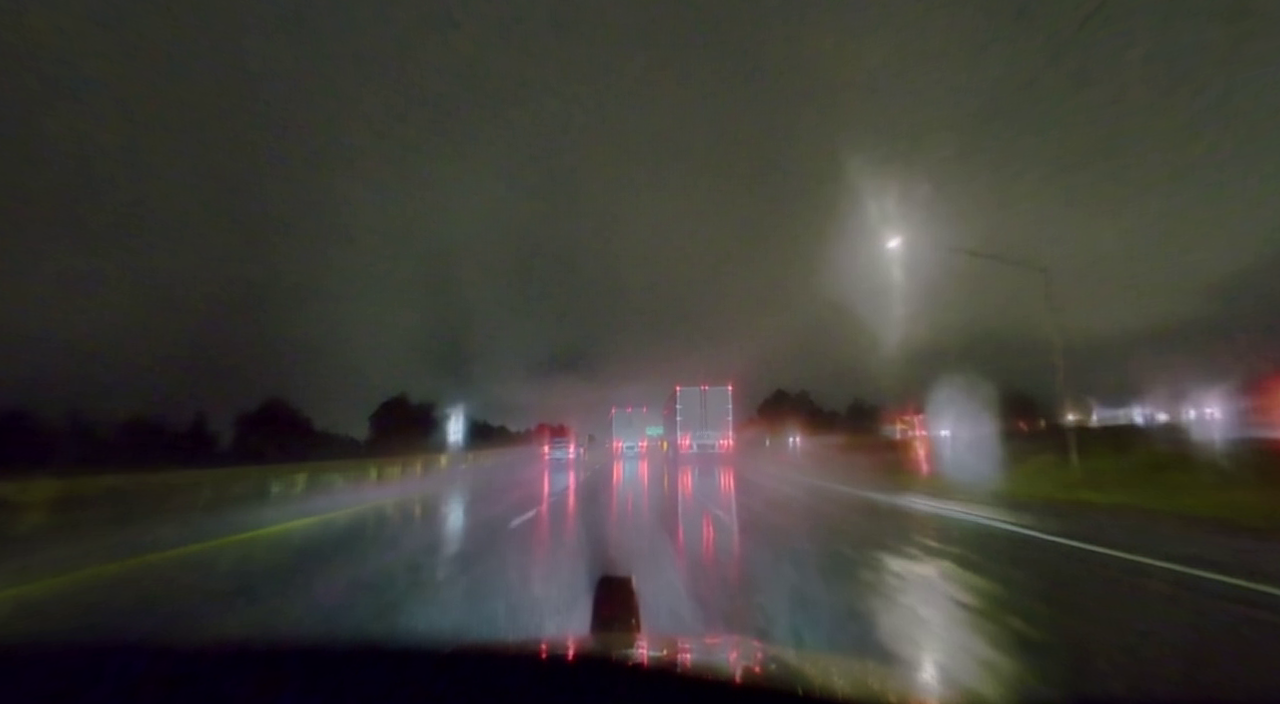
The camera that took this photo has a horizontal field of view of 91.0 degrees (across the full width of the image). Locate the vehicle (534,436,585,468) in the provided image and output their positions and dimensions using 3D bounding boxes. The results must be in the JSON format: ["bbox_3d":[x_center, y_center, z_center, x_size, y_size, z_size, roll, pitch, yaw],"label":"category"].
[{"bbox_3d":[-4.093,5.180,32.788,2.111,1.536,4.270,0,-8,0],"label":"vehicle"}]

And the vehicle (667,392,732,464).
[{"bbox_3d":[3.554,5.023,40.497,2.997,3.983,10.860,1,-8,-1],"label":"vehicle"}]
